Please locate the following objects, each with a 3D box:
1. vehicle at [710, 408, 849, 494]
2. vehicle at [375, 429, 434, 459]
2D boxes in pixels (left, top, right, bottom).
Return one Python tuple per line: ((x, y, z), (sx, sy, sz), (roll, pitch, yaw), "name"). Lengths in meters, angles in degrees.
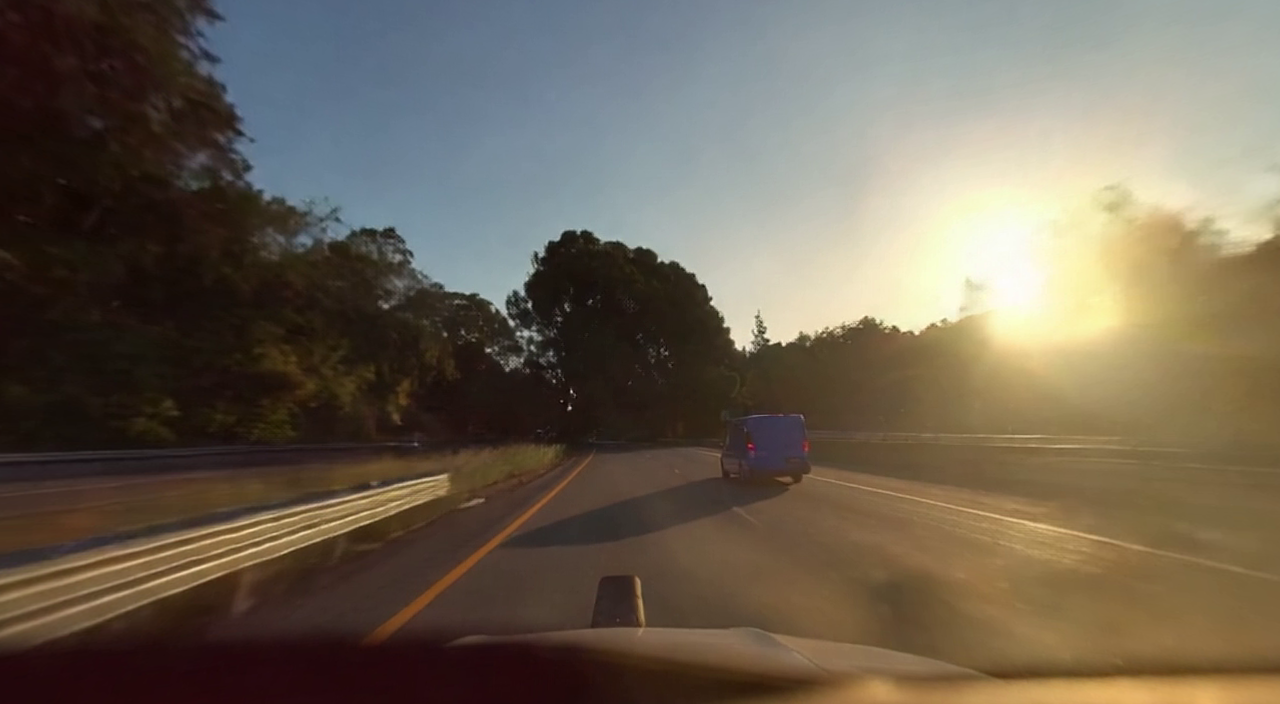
((3.213, 2.389, 15.647), (2.240, 1.801, 4.545), (0, -8, -2), "vehicle")
((-14.016, 5.489, 37.792), (1.980, 1.673, 4.324), (0, -8, -2), "vehicle")
